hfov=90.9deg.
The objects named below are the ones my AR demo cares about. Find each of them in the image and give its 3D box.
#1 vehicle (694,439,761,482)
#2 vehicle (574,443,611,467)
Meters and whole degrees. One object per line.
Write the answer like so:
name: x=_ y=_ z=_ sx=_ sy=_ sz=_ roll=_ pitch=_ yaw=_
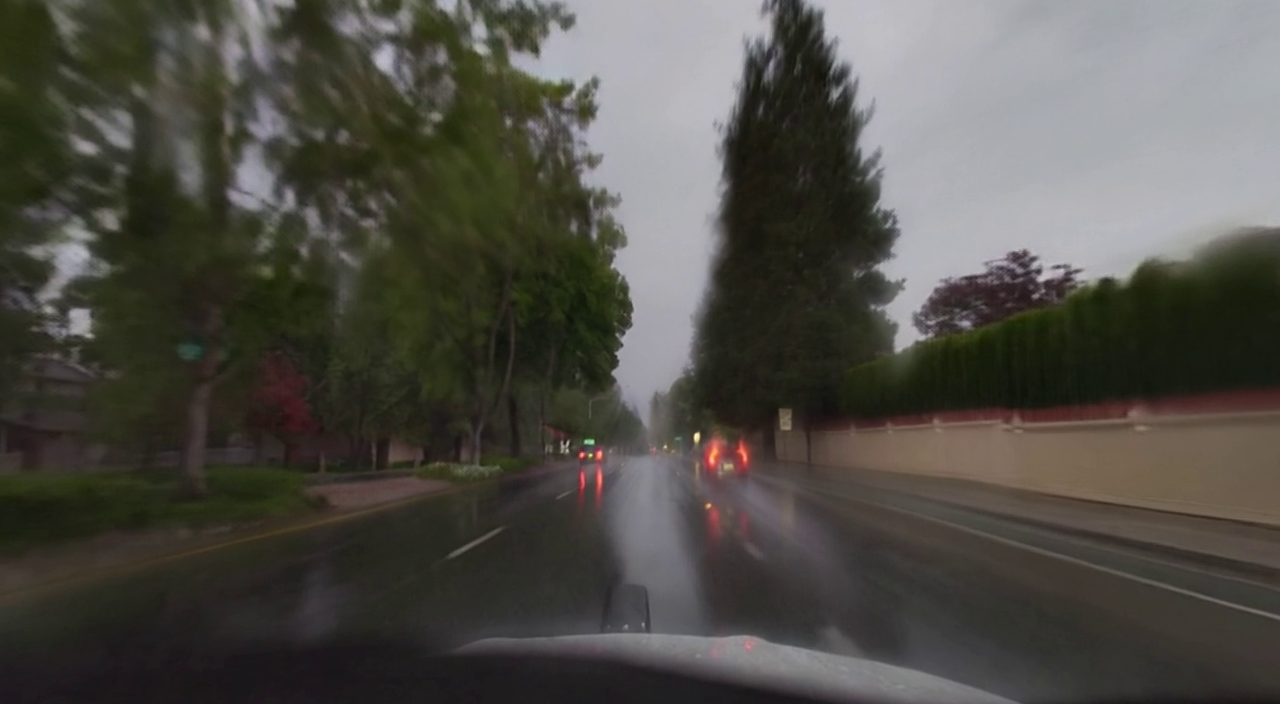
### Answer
vehicle: x=3.279 y=4.181 z=24.526 sx=1.992 sy=1.511 sz=4.464 roll=0 pitch=-9 yaw=0
vehicle: x=-3.104 y=6.846 z=41.868 sx=2.011 sy=1.480 sz=4.517 roll=0 pitch=-9 yaw=2
